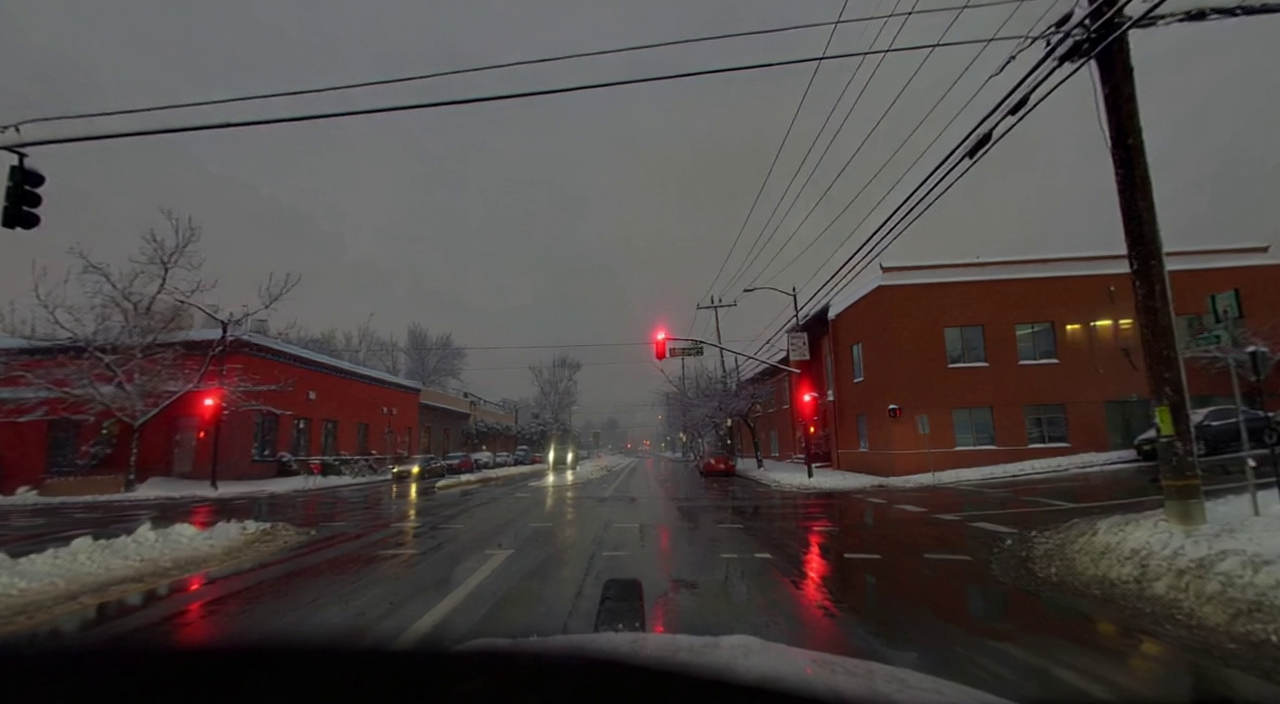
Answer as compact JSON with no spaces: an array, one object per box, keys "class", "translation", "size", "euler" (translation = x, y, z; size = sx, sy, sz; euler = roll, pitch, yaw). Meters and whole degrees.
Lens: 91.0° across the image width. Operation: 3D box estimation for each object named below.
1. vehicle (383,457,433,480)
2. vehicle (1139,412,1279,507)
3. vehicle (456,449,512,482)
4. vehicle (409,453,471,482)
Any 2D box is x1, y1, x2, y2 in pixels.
[{"class":"vehicle","translation":[-16.709,8.369,45.608],"size":[1.843,1.494,4.109],"euler":[0,-9,3]},{"class":"vehicle","translation":[12.630,2.152,12.782],"size":[3.234,1.746,1.941],"euler":[-1,-9,1]},{"class":"vehicle","translation":[-8.733,6.358,35.553],"size":[2.020,1.672,3.842],"euler":[0,-9,3]},{"class":"vehicle","translation":[-11.974,6.946,38.050],"size":[1.943,1.574,4.727],"euler":[0,-9,3]}]
